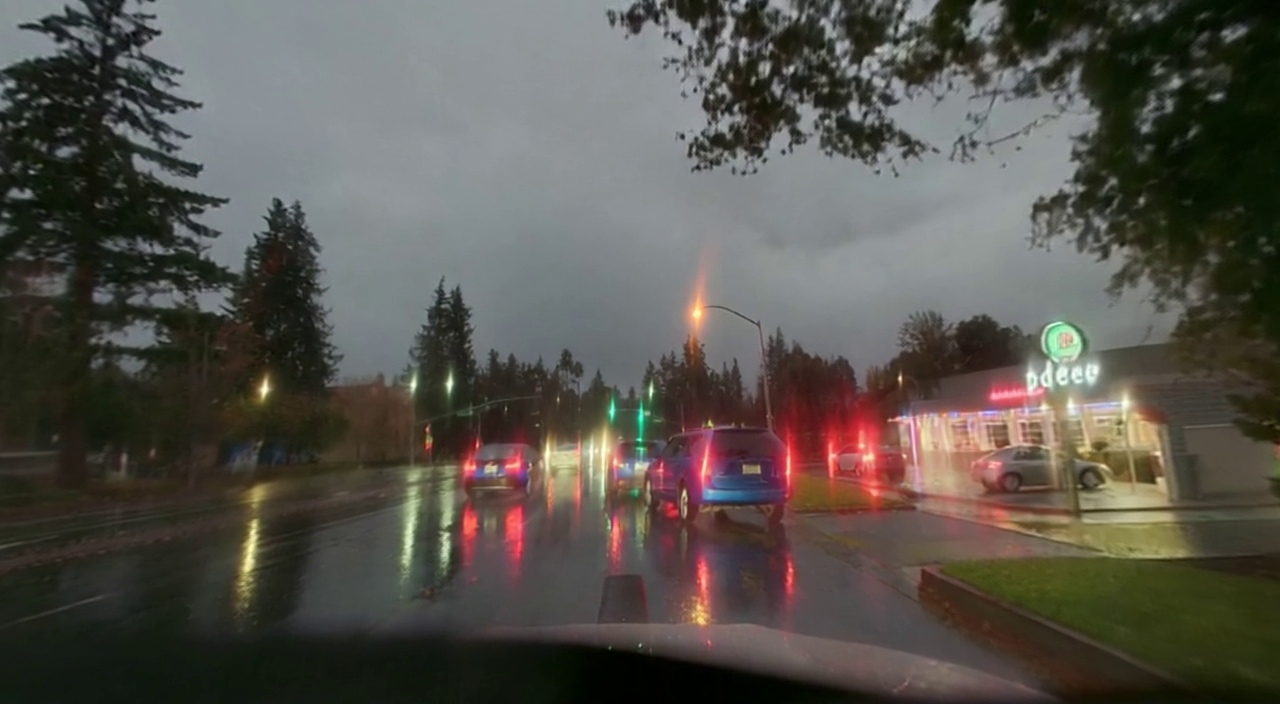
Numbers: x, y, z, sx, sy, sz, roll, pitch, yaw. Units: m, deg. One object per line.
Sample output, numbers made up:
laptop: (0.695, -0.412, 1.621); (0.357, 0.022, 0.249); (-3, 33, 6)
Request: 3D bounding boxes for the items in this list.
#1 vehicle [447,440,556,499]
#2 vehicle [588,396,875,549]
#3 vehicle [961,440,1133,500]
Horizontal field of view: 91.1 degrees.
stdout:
vehicle: (-3.800, 3.294, 18.080); (2.026, 1.466, 4.282); (0, -8, 2)
vehicle: (1.236, 1.913, 10.597); (2.052, 1.955, 4.642); (6, -11, -36)
vehicle: (12.263, 3.559, 19.114); (3.871, 1.525, 1.835); (-3, -9, 0)
